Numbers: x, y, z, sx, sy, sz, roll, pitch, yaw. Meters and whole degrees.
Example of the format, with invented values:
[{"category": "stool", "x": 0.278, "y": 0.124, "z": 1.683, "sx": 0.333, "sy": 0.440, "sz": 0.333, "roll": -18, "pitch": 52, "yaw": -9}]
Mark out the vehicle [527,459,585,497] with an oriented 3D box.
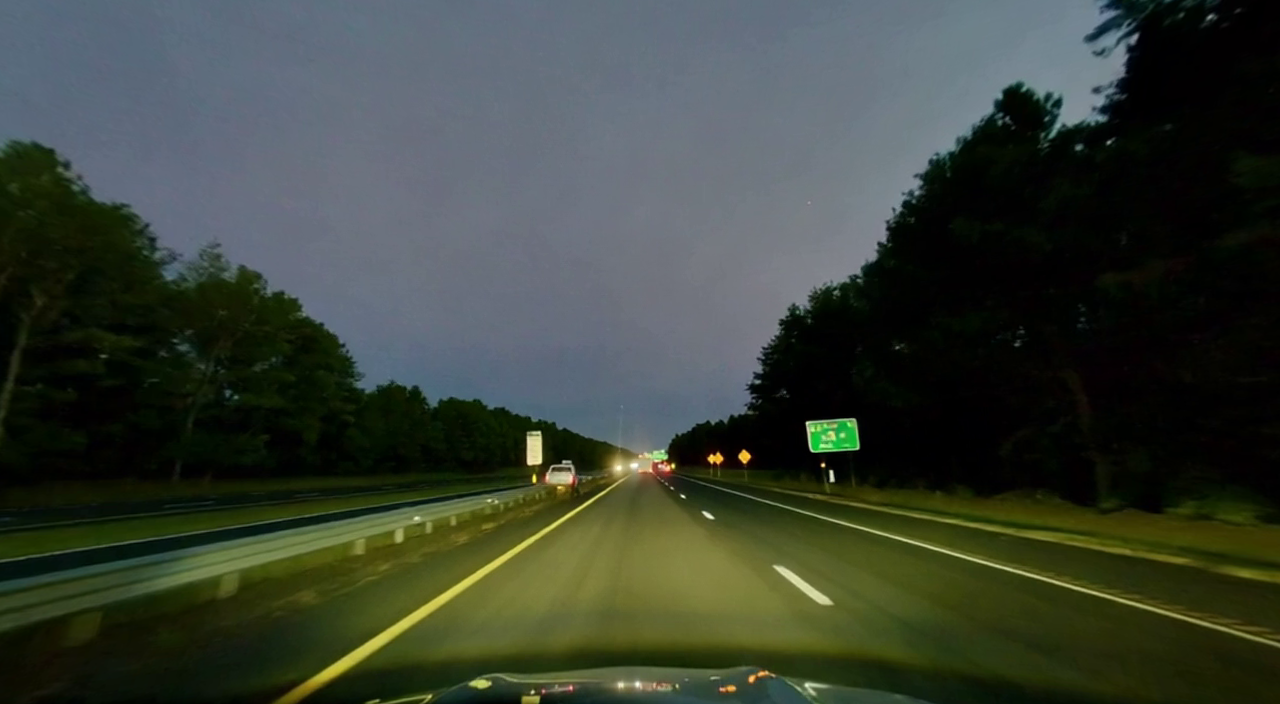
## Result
[{"category": "vehicle", "x": -3.874, "y": 5.961, "z": 29.918, "sx": 2.180, "sy": 1.618, "sz": 4.219, "roll": 1, "pitch": -10, "yaw": 0}]
